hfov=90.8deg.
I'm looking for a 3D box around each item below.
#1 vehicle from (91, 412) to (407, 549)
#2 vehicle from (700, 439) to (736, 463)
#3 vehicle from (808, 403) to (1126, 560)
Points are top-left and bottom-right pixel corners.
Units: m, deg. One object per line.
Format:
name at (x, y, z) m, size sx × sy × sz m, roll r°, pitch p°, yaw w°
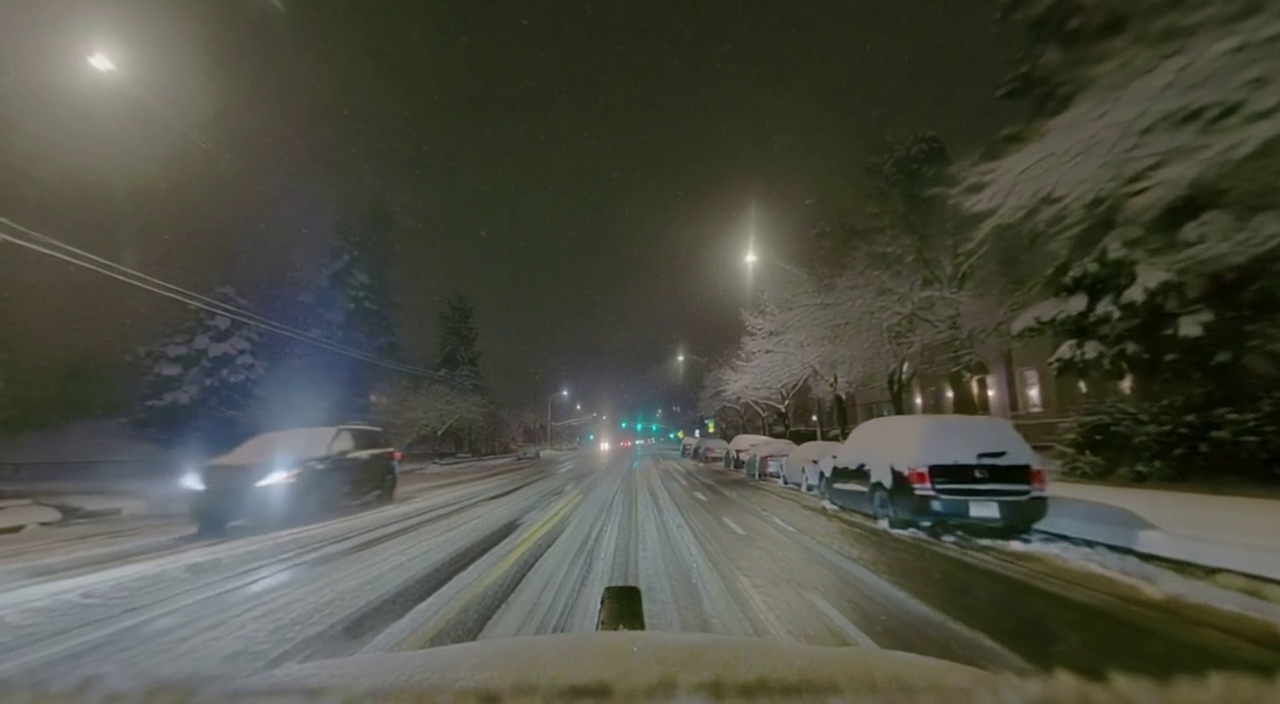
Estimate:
vehicle at (-6.670, 2.269, 12.042) m, size 2.105 × 1.919 × 6.049 m, roll 0°, pitch -8°, yaw 1°
vehicle at (5.291, 6.779, 43.331) m, size 1.837 × 1.532 × 3.886 m, roll 0°, pitch -8°, yaw -2°
vehicle at (4.244, 1.761, 9.287) m, size 2.272 × 1.744 × 4.324 m, roll 0°, pitch -8°, yaw -1°
